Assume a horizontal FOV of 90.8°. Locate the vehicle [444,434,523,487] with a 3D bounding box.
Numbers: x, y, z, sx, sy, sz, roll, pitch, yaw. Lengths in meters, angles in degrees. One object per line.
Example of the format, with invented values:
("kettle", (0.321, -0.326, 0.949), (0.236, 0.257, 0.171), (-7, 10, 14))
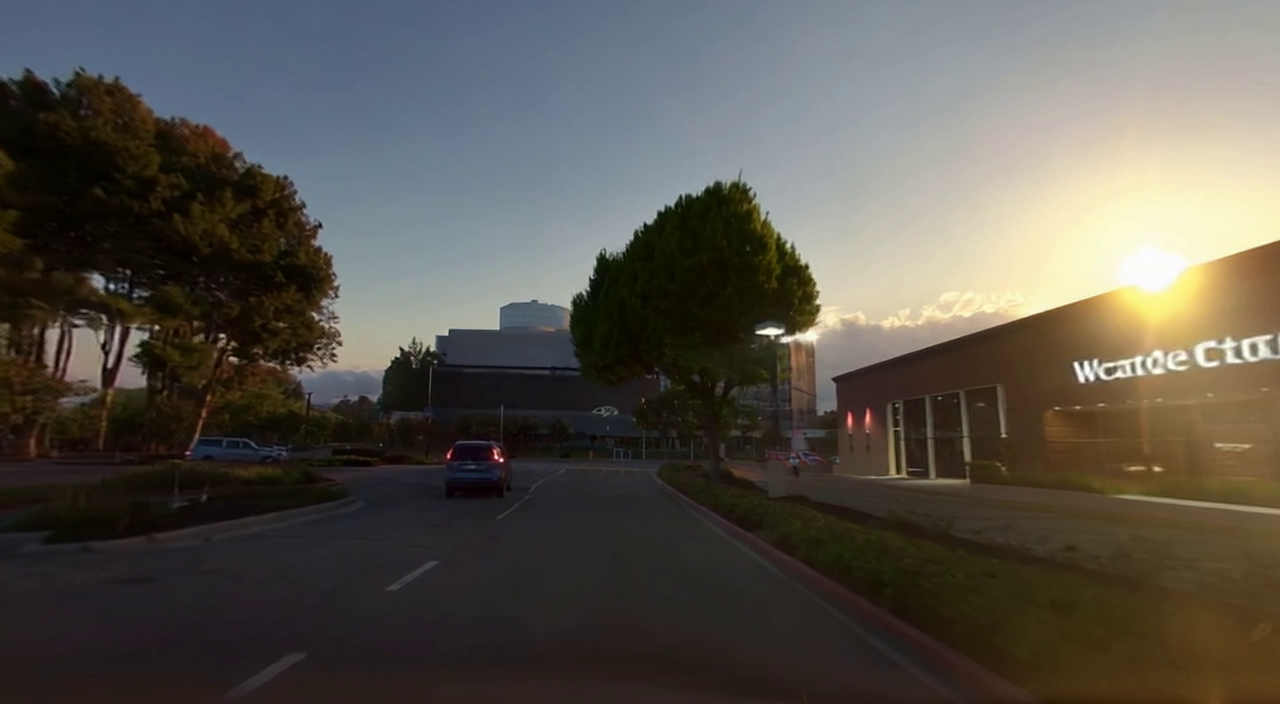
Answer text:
("vehicle", (-5.858, 4.098, 24.260), (2.180, 1.806, 4.541), (1, -9, -5))
